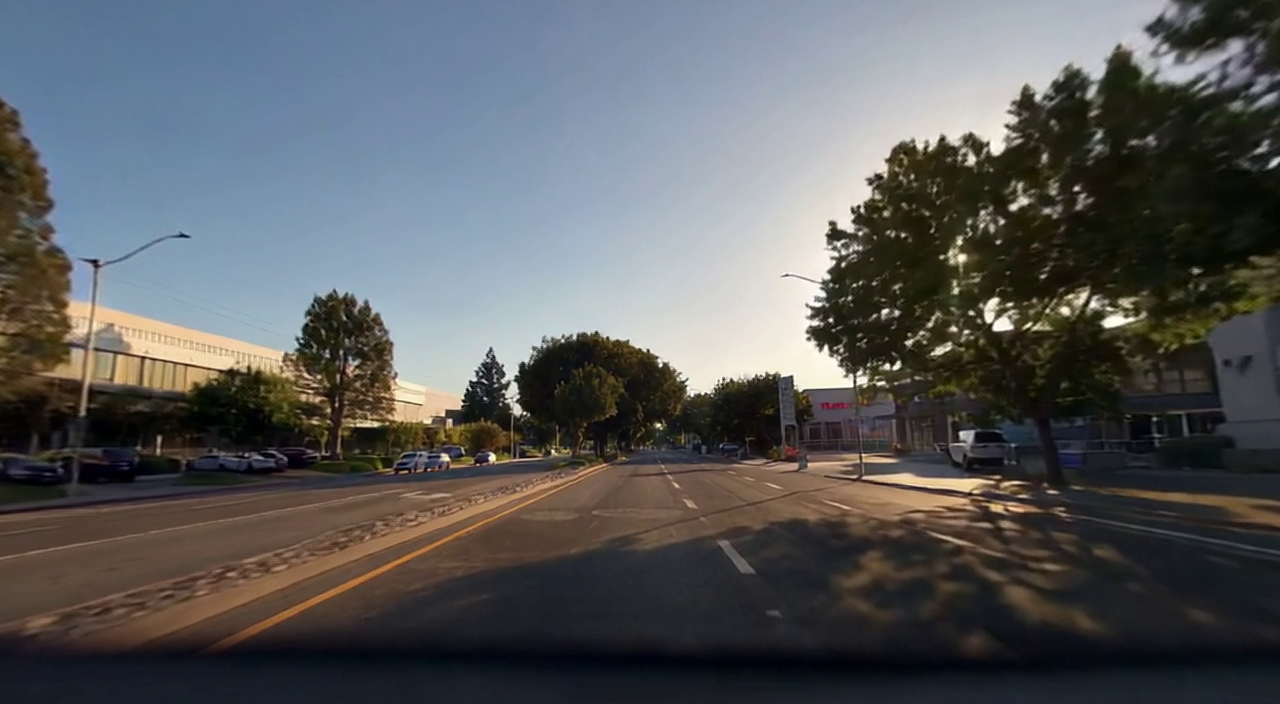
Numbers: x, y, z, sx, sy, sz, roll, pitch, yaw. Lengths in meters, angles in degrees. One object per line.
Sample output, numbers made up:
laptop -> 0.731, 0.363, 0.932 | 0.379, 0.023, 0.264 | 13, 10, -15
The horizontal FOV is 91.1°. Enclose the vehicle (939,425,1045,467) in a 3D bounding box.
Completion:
vehicle -> 16.726, 4.511, 30.194 | 2.151, 1.814, 5.129 | 0, -8, 1

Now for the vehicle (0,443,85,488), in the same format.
vehicle -> -27.120, 4.847, 26.967 | 4.430, 1.782, 2.168 | 0, -8, 1

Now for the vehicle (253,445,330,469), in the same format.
vehicle -> -26.824, 8.089, 48.391 | 4.472, 1.717, 2.392 | 1, -8, -2

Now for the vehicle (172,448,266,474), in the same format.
vehicle -> -27.527, 7.133, 41.193 | 4.573, 1.633, 2.016 | 1, -8, -5
